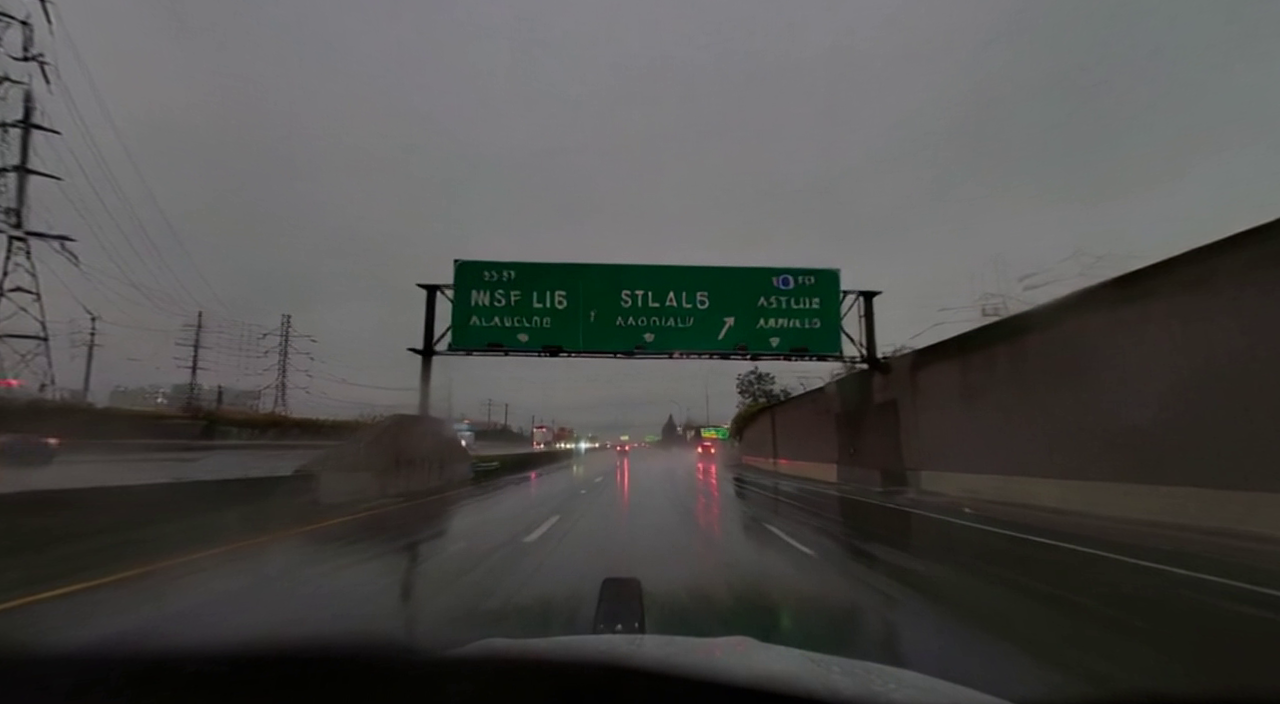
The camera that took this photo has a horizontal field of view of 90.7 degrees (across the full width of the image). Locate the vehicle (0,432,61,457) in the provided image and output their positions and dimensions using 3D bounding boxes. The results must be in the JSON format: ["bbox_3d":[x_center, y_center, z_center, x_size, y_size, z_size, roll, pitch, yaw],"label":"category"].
[{"bbox_3d":[-39.489,5.839,39.840,1.820,1.472,4.489,0,-9,0],"label":"vehicle"}]
